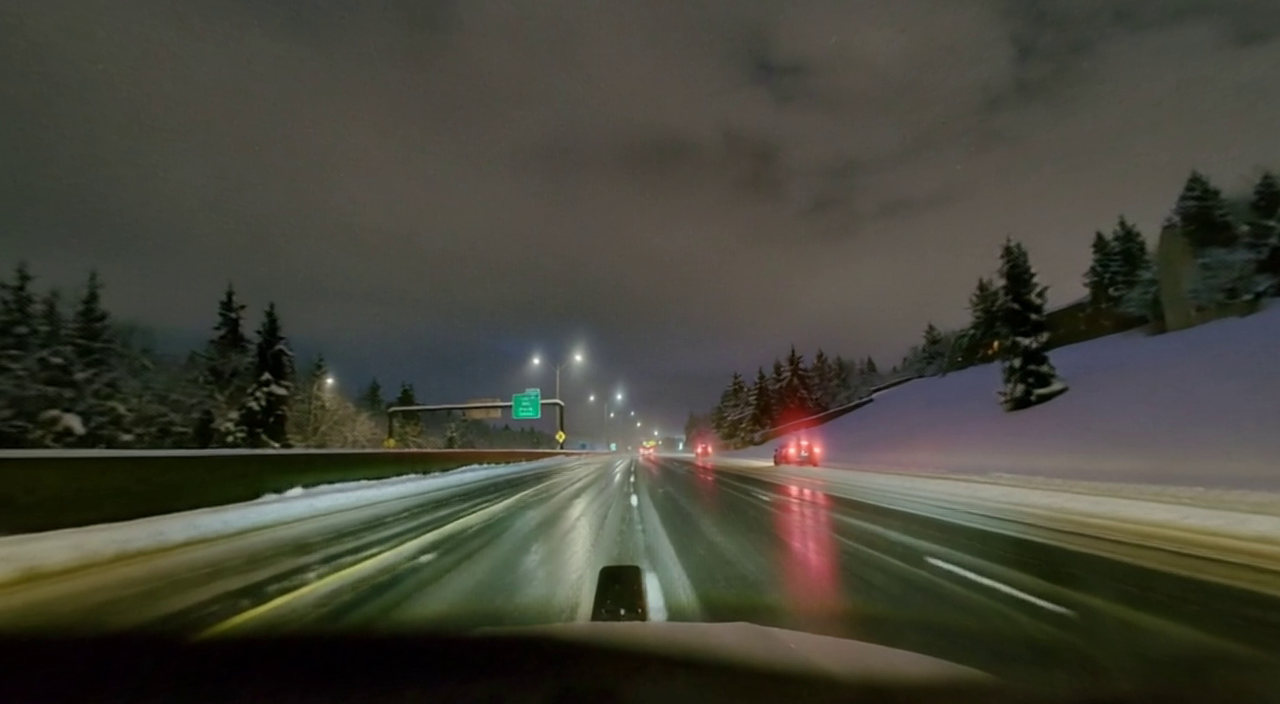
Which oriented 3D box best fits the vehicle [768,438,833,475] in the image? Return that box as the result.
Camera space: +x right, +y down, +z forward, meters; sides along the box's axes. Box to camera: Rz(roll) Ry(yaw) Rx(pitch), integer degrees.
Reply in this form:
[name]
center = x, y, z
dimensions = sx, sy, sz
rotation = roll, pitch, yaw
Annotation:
[vehicle]
center = 8.303, 5.442, 33.053
dimensions = 2.167, 1.781, 4.340
rotation = 0, -9, -1
